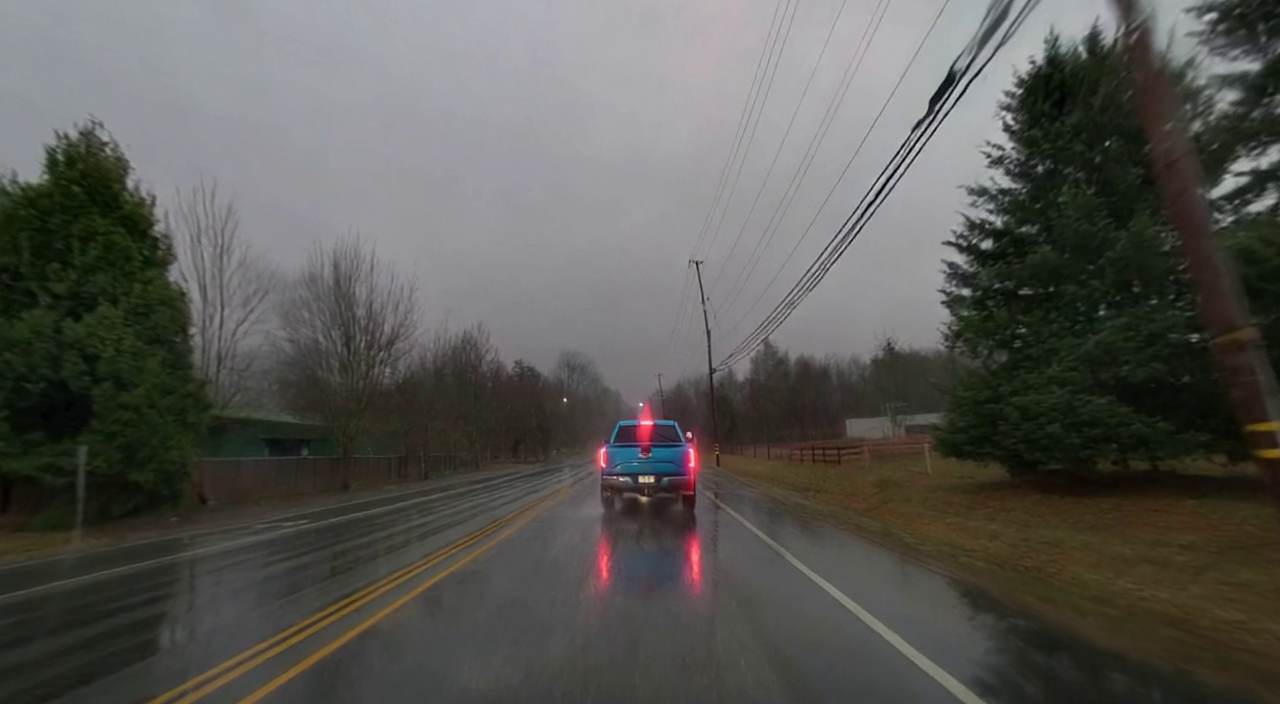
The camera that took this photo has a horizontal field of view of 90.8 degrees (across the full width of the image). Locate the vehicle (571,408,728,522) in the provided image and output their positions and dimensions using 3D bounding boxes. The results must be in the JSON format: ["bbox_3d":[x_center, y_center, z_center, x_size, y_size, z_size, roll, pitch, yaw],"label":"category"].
[{"bbox_3d":[0.148,2.426,14.127,2.693,1.941,6.356,0,-8,0],"label":"vehicle"}]
